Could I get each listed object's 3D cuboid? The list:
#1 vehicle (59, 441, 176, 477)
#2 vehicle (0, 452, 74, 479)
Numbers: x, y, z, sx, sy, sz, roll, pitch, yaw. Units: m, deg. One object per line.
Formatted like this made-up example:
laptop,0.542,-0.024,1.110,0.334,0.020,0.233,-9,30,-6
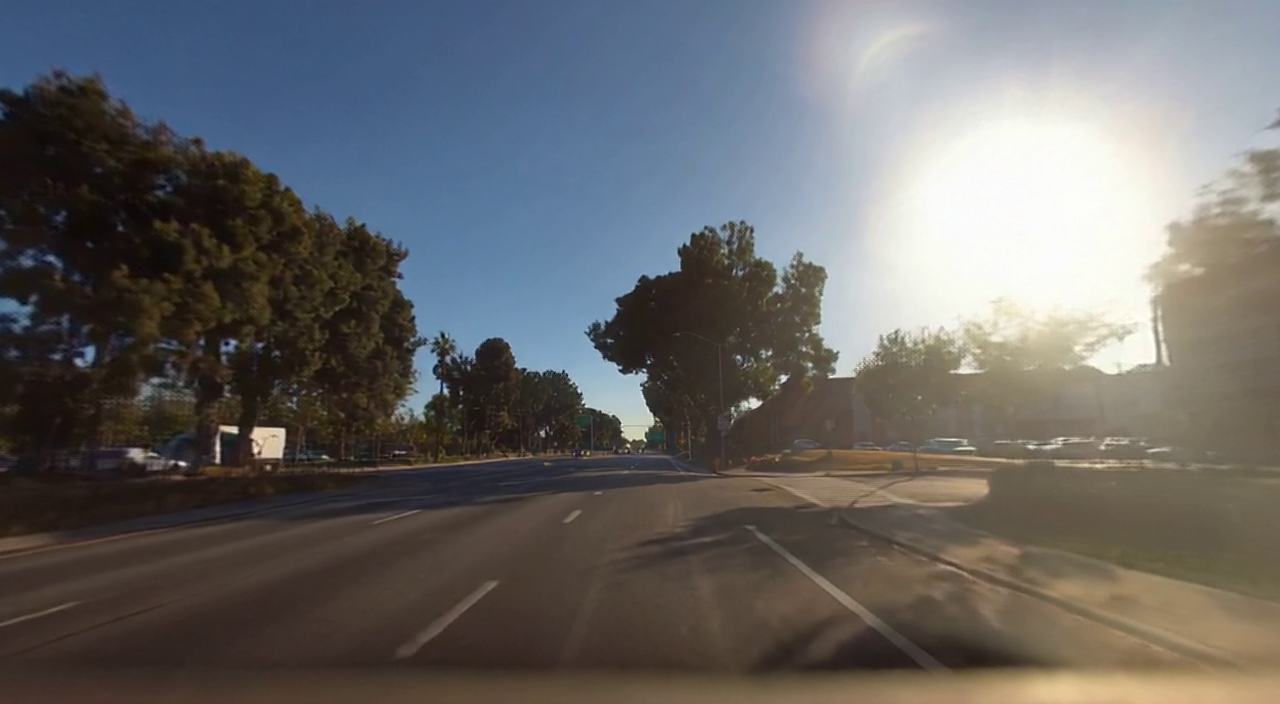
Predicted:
vehicle,-34.293,7.016,41.520,5.521,2.214,2.704,-1,-8,7
vehicle,-35.157,6.475,36.095,3.726,1.479,1.832,-1,-8,4
